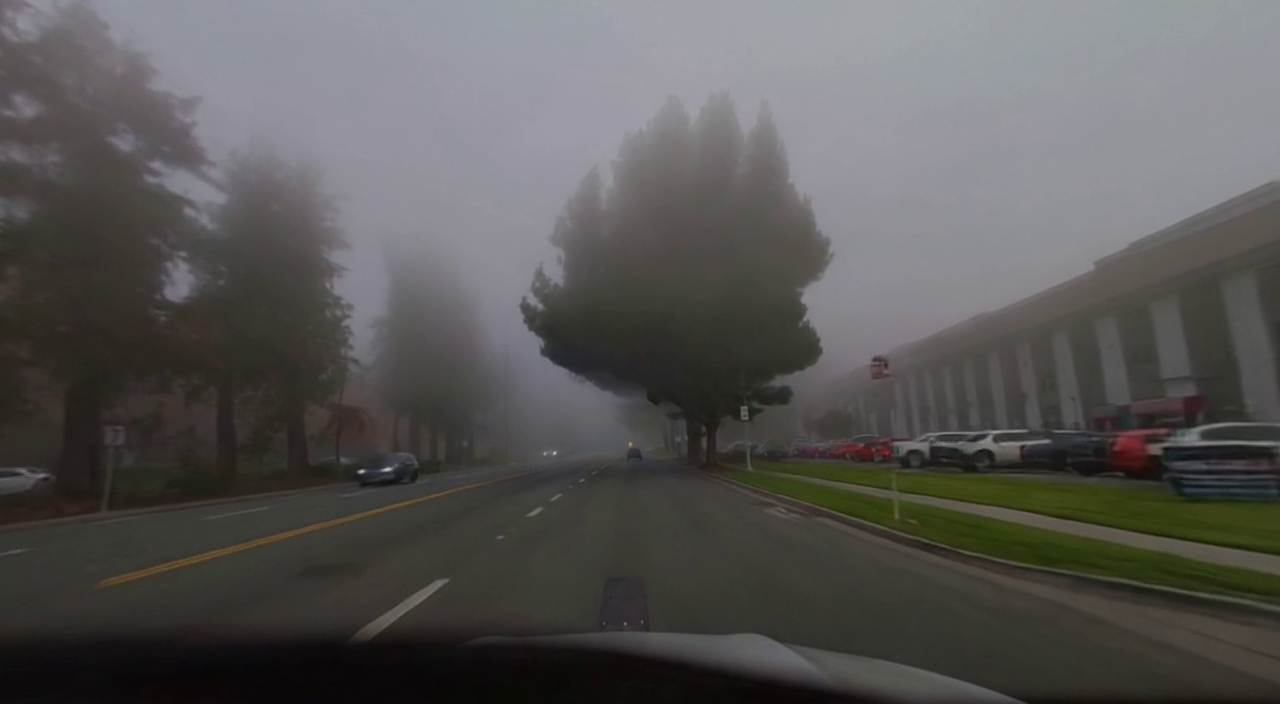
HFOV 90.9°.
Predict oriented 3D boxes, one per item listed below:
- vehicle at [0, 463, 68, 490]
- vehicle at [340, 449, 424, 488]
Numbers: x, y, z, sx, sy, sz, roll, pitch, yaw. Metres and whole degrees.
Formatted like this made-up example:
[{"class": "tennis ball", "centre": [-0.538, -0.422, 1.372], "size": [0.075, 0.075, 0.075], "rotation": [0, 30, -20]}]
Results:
[{"class": "vehicle", "centre": [-39.763, 7.830, 39.732], "size": [5.232, 1.633, 1.950], "rotation": [0, -9, -3]}, {"class": "vehicle", "centre": [-12.001, 5.420, 29.705], "size": [2.096, 1.509, 4.666], "rotation": [-3, -9, -1]}]
